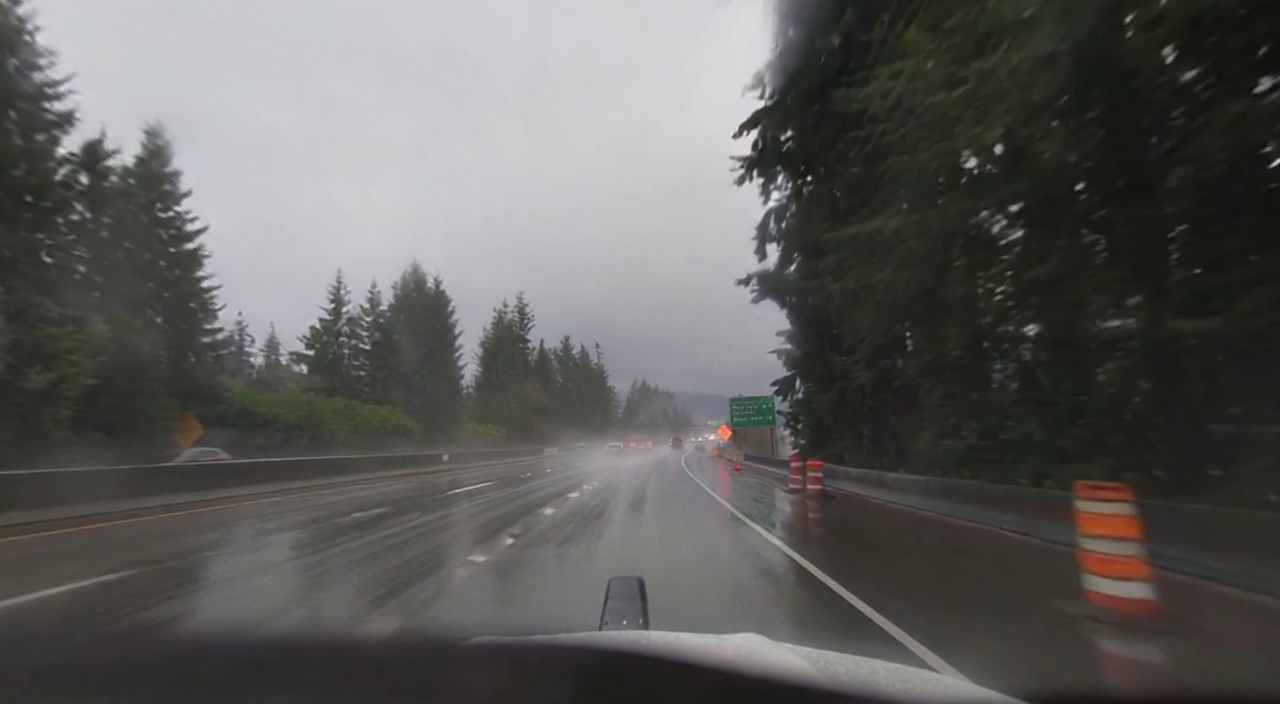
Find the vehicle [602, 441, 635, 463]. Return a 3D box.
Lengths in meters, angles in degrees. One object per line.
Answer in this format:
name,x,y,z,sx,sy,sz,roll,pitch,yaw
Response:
vehicle,-1.453,7.103,44.933,2.118,1.475,4.263,0,-8,1

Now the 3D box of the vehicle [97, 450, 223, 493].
vehicle,-18.383,4.565,24.357,1.884,1.459,3.767,0,-8,0
